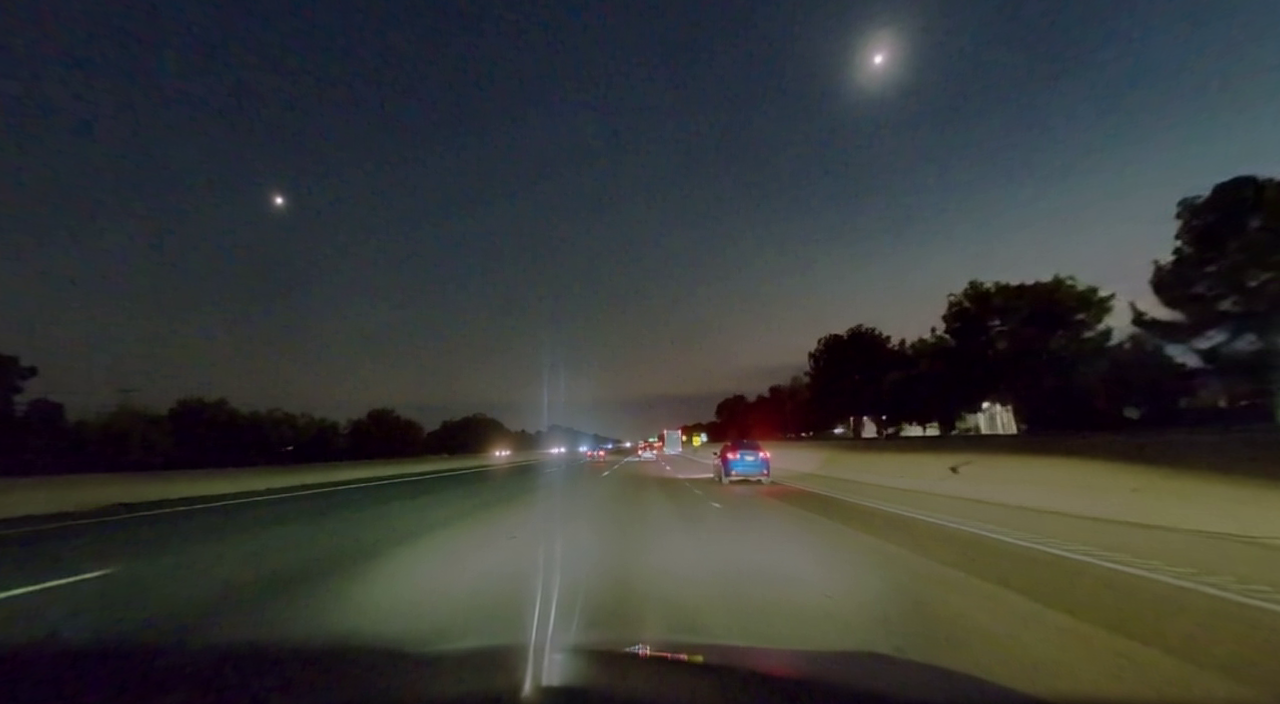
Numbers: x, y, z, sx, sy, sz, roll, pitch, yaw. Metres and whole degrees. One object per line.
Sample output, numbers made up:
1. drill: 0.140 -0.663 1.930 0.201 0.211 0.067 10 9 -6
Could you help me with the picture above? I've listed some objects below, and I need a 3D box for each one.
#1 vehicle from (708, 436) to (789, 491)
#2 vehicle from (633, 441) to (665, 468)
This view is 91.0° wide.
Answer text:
1. vehicle: 3.713 3.911 22.437 2.082 1.720 4.393 1 -9 0
2. vehicle: 0.607 7.291 44.932 2.205 1.785 4.423 1 -9 0
